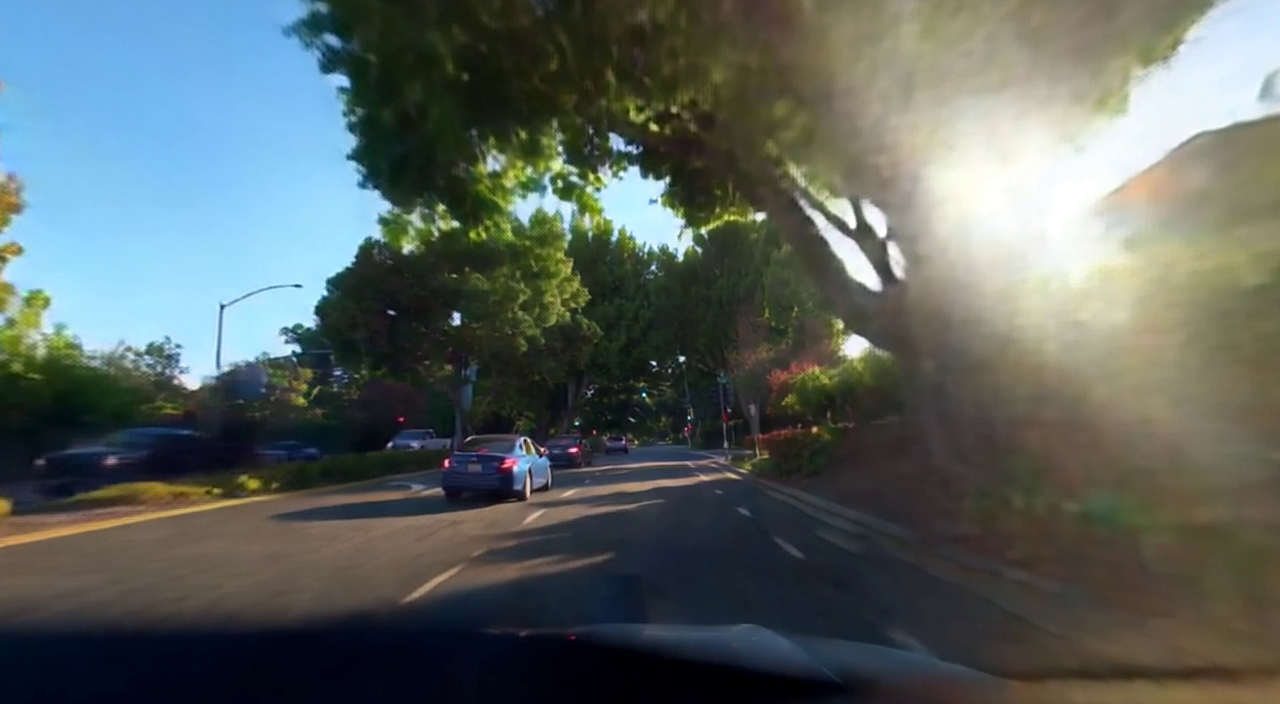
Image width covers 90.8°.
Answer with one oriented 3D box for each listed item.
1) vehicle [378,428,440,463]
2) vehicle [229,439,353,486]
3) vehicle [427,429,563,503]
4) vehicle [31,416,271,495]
[{"bbox_3d":[-16.737,6.830,46.112,2.496,2.351,5.293,0,-9,0],"label":"vehicle"},{"bbox_3d":[-12.499,3.973,23.028,1.966,1.496,4.470,0,-9,0],"label":"vehicle"},{"bbox_3d":[-3.259,2.689,15.310,2.038,1.486,4.678,0,-9,2],"label":"vehicle"},{"bbox_3d":[-16.380,3.551,22.026,2.734,2.261,6.993,0,-9,0],"label":"vehicle"}]
